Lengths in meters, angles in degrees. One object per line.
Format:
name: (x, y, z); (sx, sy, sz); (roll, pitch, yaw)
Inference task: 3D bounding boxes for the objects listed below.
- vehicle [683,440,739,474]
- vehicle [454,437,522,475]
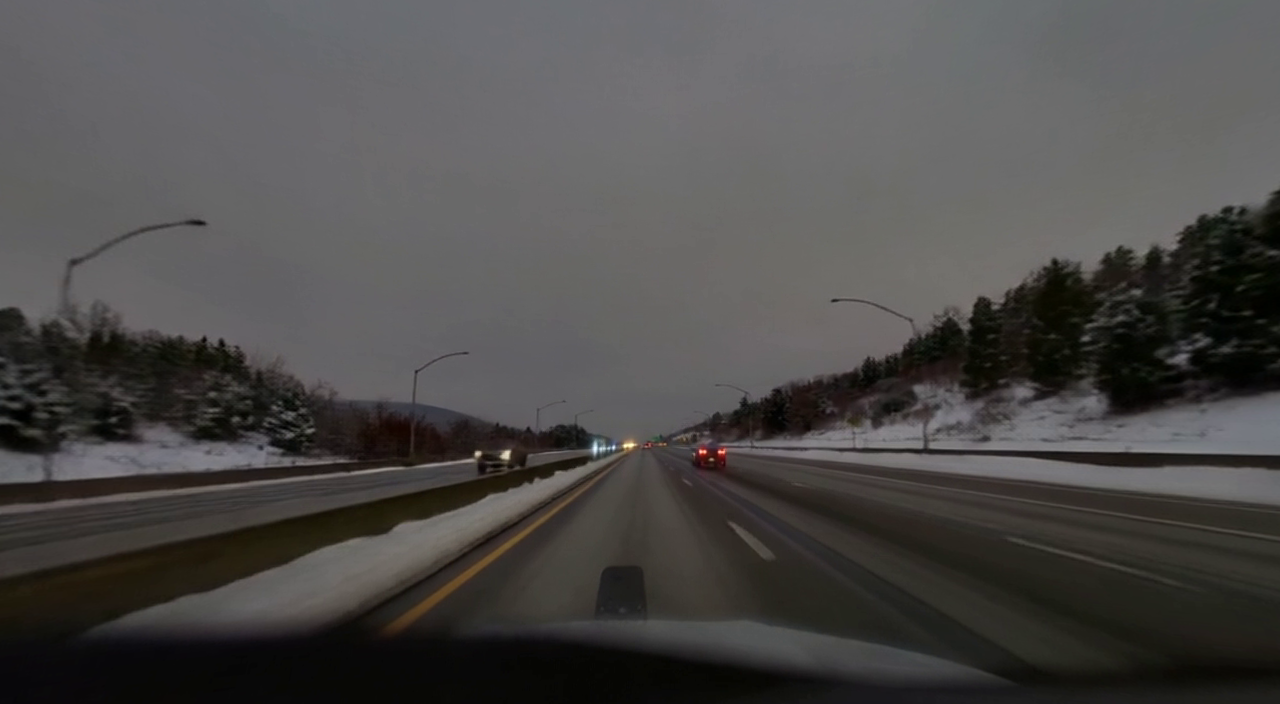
vehicle: (3.150, 4.759, 28.882); (2.044, 1.444, 4.216); (0, -8, 0)
vehicle: (-8.338, 5.738, 35.192); (2.258, 1.943, 5.731); (0, -8, 1)
